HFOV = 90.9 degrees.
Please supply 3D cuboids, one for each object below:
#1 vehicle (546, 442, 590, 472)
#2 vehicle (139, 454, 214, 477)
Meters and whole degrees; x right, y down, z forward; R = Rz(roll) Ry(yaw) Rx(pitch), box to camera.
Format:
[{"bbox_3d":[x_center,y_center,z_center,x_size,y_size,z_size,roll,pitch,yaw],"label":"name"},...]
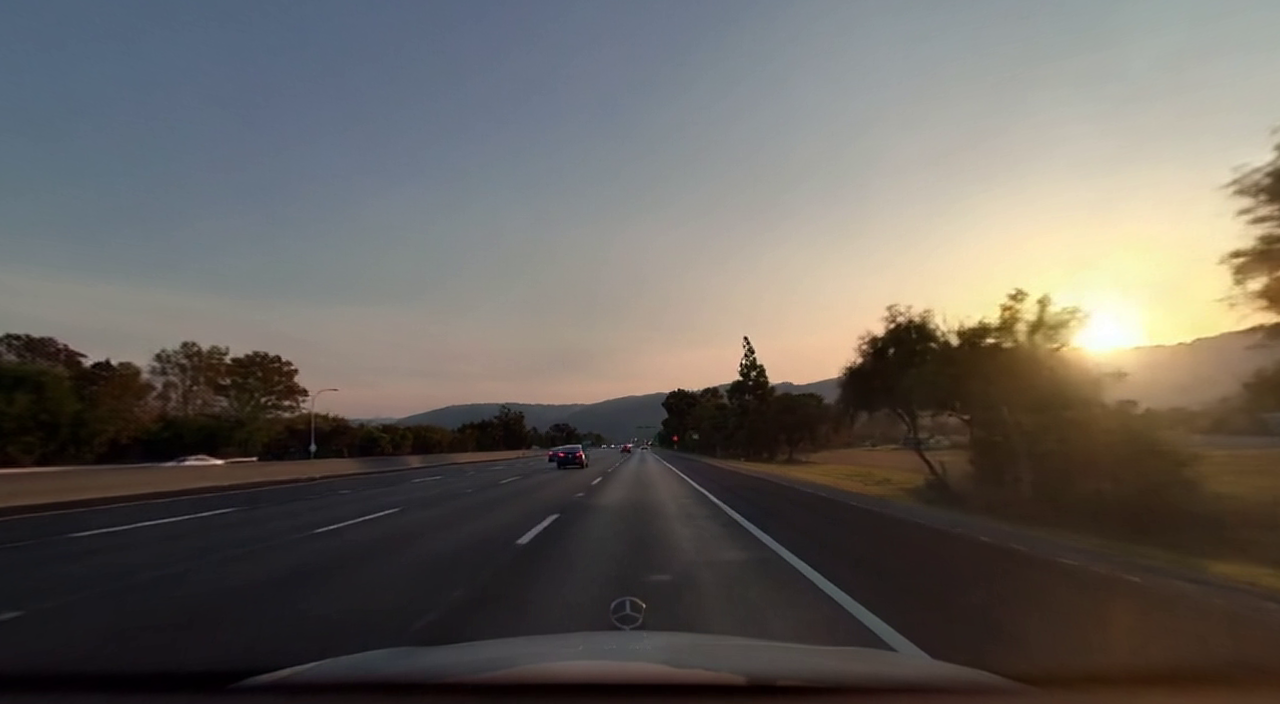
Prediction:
[{"bbox_3d":[-3.745,5.566,33.596,1.786,1.488,4.023,0,-8,1],"label":"vehicle"},{"bbox_3d":[-32.796,7.991,44.765,1.785,1.465,4.614,0,-8,1],"label":"vehicle"}]
